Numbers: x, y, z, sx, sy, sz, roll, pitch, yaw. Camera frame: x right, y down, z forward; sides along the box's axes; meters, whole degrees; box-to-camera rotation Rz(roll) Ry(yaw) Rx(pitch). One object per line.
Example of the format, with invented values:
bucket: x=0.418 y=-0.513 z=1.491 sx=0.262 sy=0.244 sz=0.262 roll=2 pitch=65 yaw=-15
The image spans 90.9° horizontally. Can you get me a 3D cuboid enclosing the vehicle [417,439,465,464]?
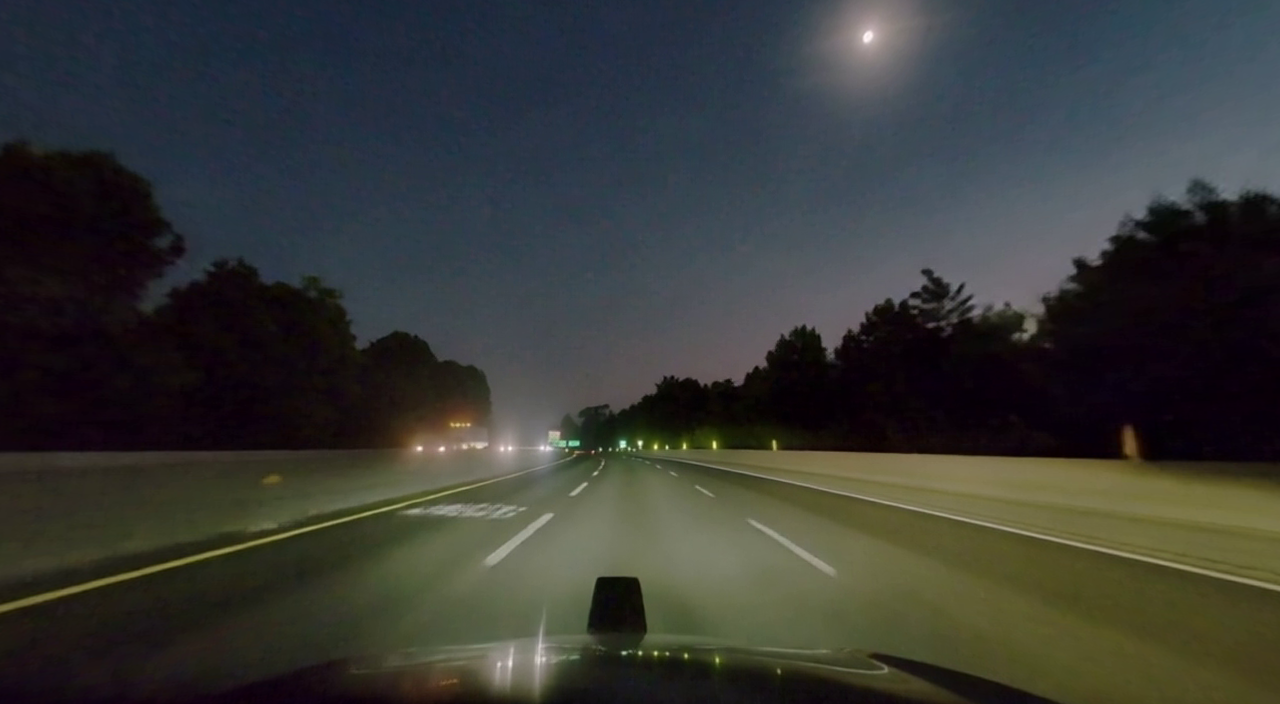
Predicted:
vehicle: x=-13.144 y=6.597 z=41.856 sx=1.872 sy=1.567 sz=4.324 roll=0 pitch=-9 yaw=-2
